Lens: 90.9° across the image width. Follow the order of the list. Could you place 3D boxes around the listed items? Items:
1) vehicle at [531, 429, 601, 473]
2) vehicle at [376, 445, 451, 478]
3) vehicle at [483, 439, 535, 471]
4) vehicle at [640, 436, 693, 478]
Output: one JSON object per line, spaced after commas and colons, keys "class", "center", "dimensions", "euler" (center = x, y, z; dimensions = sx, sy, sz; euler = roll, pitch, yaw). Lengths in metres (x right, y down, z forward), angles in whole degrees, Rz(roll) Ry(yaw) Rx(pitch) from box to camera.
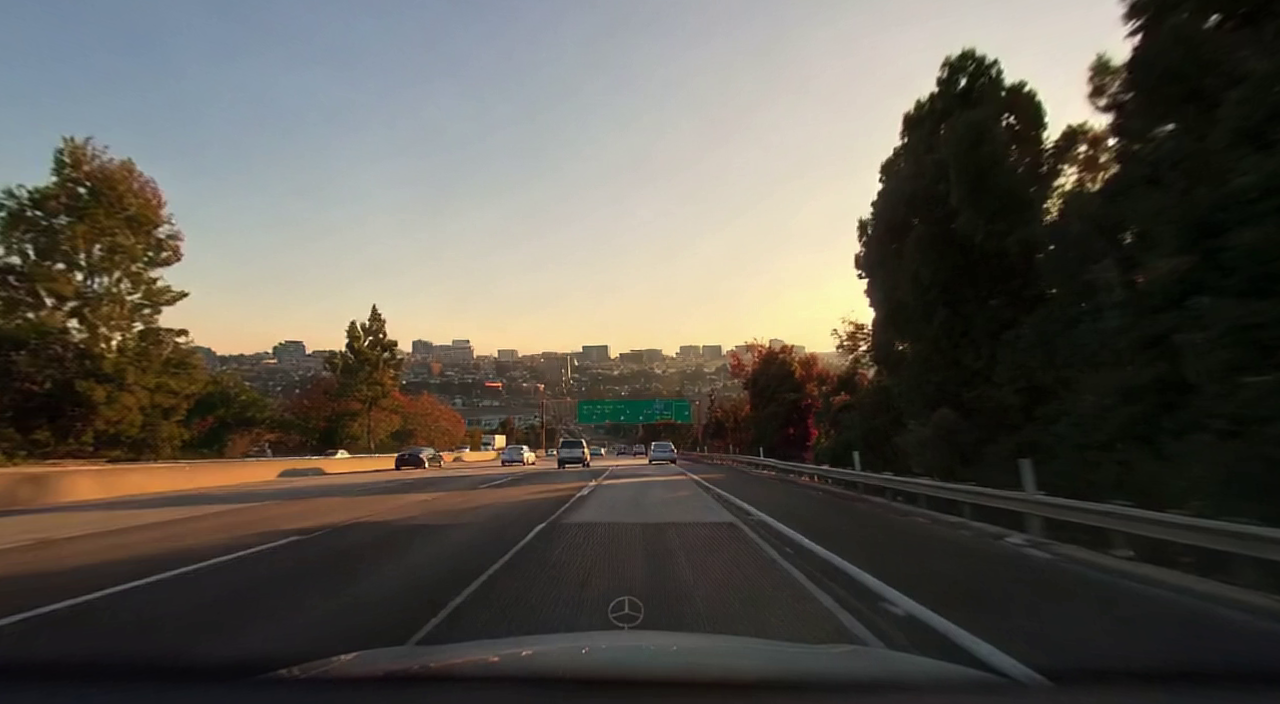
{"class": "vehicle", "center": [-3.651, 5.070, 32.424], "dimensions": [2.751, 2.050, 5.761], "euler": [0, -8, 1]}
{"class": "vehicle", "center": [-11.046, 5.343, 31.152], "dimensions": [1.951, 1.491, 4.697], "euler": [0, -8, 1]}
{"class": "vehicle", "center": [-7.770, 6.133, 37.890], "dimensions": [2.078, 1.779, 4.610], "euler": [0, -8, 1]}
{"class": "vehicle", "center": [1.082, 4.708, 28.609], "dimensions": [2.135, 1.697, 4.757], "euler": [0, -8, -1]}
